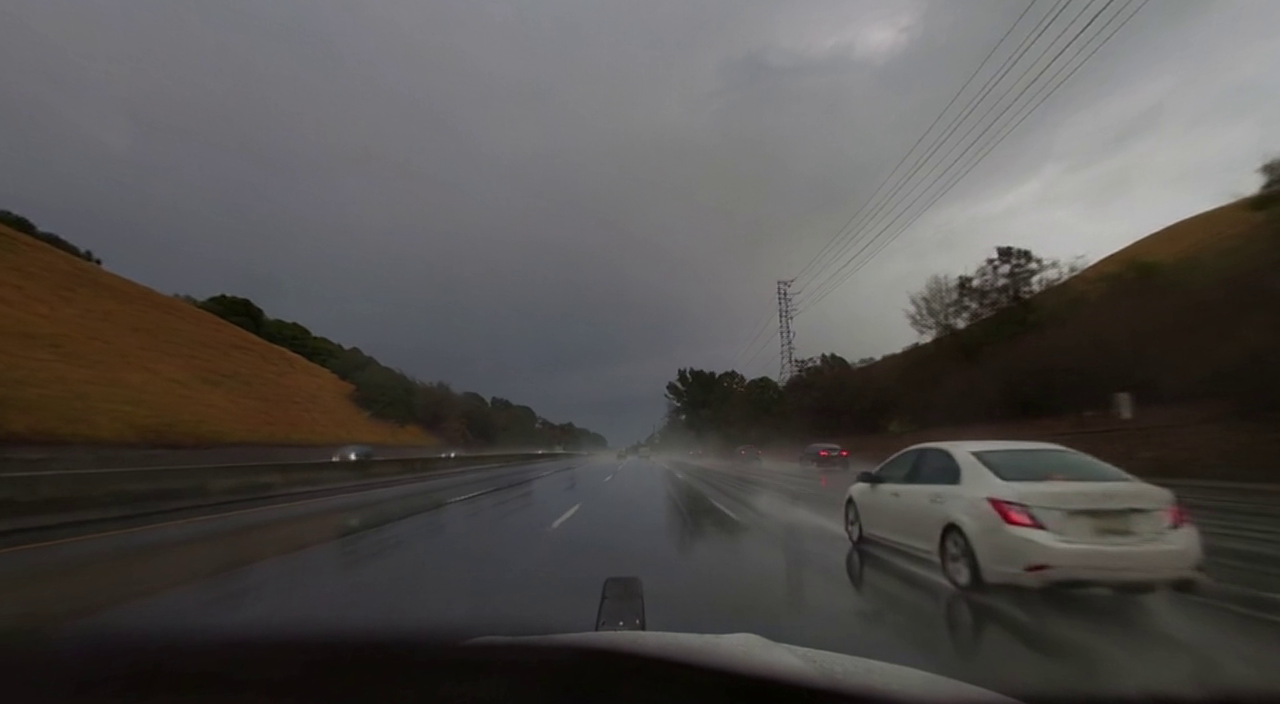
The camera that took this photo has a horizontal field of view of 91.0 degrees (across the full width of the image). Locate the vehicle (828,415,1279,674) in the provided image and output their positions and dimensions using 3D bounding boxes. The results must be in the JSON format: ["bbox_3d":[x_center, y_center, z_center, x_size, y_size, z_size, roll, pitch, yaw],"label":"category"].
[{"bbox_3d":[3.531,1.495,6.045,2.086,1.542,4.355,0,-9,0],"label":"vehicle"}]
